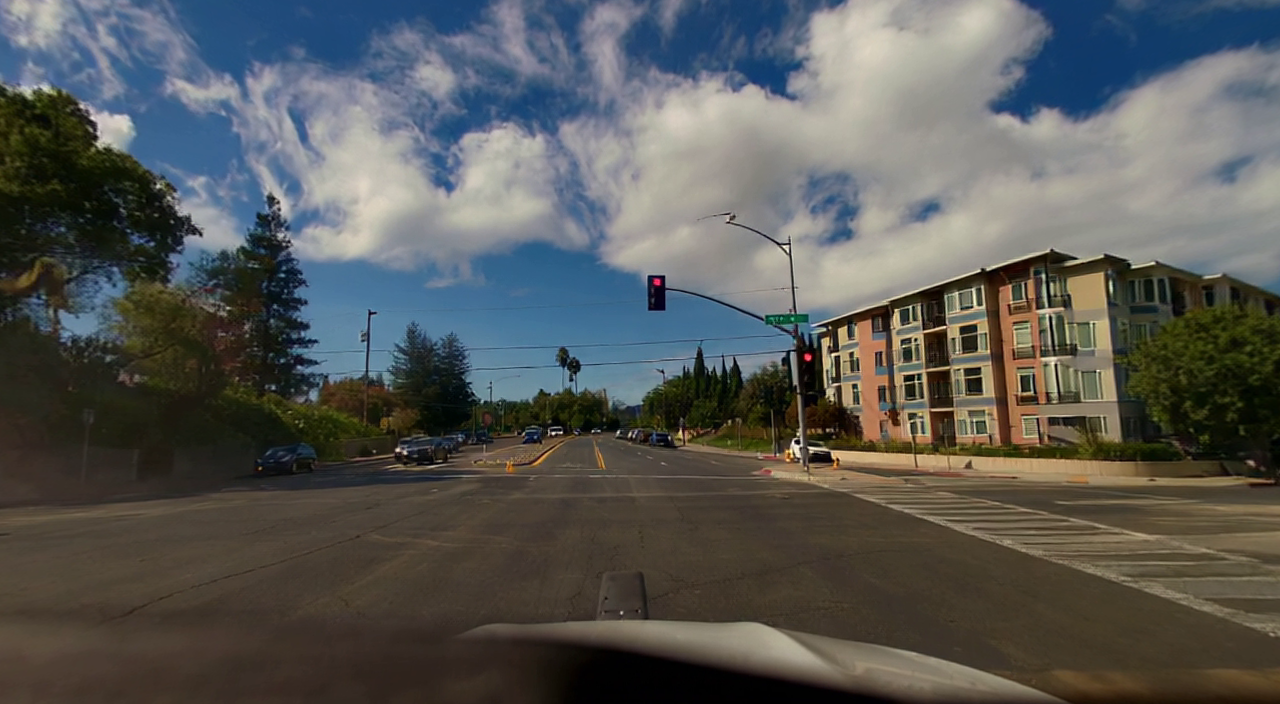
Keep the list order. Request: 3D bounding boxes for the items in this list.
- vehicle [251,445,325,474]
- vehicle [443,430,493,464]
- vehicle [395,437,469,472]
[{"bbox_3d":[-21.093,6.452,38.095,1.981,1.628,4.336,0,-9,-1],"label":"vehicle"},{"bbox_3d":[-9.771,5.453,36.172,1.910,1.818,4.057,0,-9,-3],"label":"vehicle"},{"bbox_3d":[-9.664,4.798,29.781,2.116,1.521,4.294,0,-9,-1],"label":"vehicle"}]
